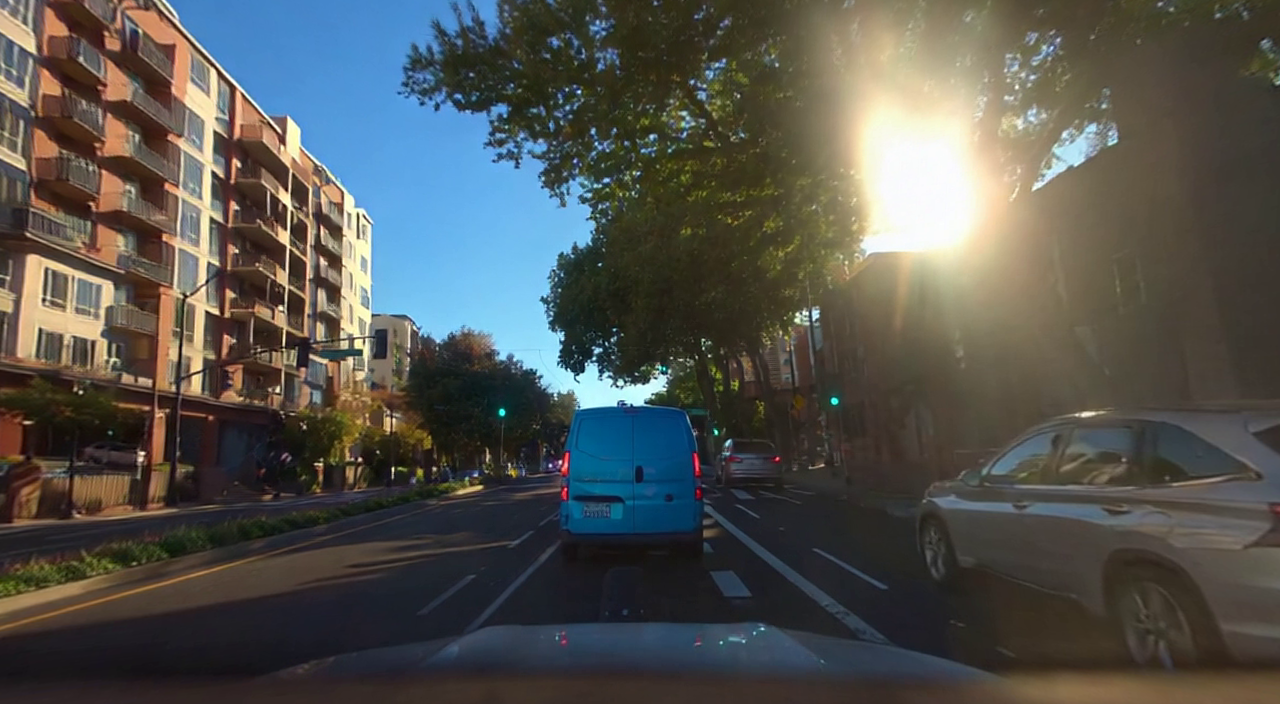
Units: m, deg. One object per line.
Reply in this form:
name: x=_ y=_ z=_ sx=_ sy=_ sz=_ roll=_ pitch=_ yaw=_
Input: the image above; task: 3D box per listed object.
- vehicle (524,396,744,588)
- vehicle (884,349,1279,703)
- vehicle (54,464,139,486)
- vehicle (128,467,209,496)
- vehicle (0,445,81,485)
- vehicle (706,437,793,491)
vehicle: x=-0.043 y=1.666 z=8.274 sx=2.101 sy=1.828 sz=4.270 roll=0 pitch=-9 yaw=0
vehicle: x=3.788 y=1.157 z=4.779 sx=2.157 sy=1.748 sz=4.130 roll=0 pitch=-9 yaw=-1
vehicle: x=-38.396 y=8.690 z=44.610 sx=4.396 sy=1.458 sz=1.809 roll=-1 pitch=-9 yaw=2
vehicle: x=-33.207 y=9.127 z=44.500 sx=4.292 sy=1.492 sz=1.772 roll=-6 pitch=-14 yaw=-1
vehicle: x=-43.375 y=8.050 z=44.896 sx=4.828 sy=2.159 sz=2.127 roll=-4 pitch=-14 yaw=-11
vehicle: x=3.709 y=3.879 z=22.270 sx=2.061 sy=1.676 sz=4.734 roll=0 pitch=-9 yaw=-2
